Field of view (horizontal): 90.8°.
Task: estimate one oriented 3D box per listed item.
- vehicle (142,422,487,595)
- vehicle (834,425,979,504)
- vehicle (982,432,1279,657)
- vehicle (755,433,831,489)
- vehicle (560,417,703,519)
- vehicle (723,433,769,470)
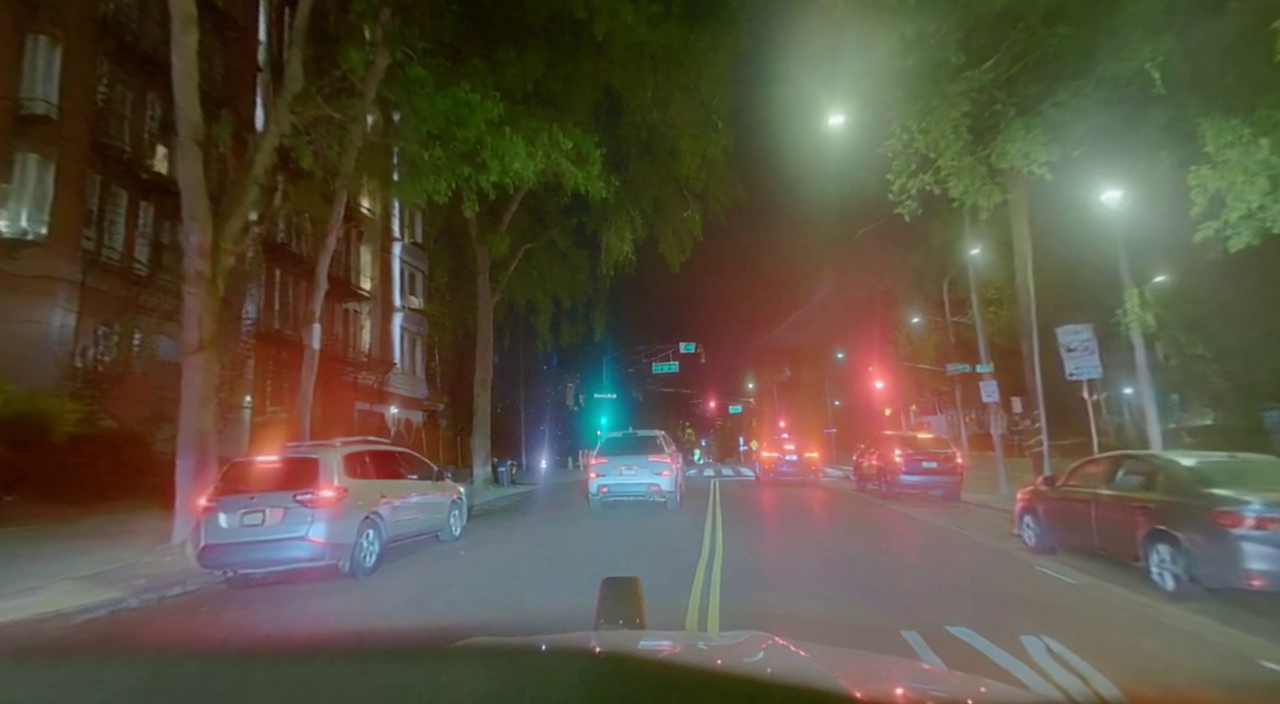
[{"bbox_3d":[-4.028,1.977,8.947,2.013,1.772,4.439,-2,-9,9],"label":"vehicle"},{"bbox_3d":[7.002,3.008,17.378,2.093,1.815,5.441,-1,-9,6],"label":"vehicle"},{"bbox_3d":[5.328,1.558,6.212,1.937,1.442,4.338,-1,-9,7],"label":"vehicle"},{"bbox_3d":[4.874,3.498,20.618,2.111,1.619,4.077,-2,-9,10],"label":"vehicle"},{"bbox_3d":[0.083,2.506,14.226,2.333,1.832,5.200,-2,-9,9],"label":"vehicle"},{"bbox_3d":[5.237,4.986,31.719,2.111,1.705,4.093,-1,-9,7],"label":"vehicle"}]
